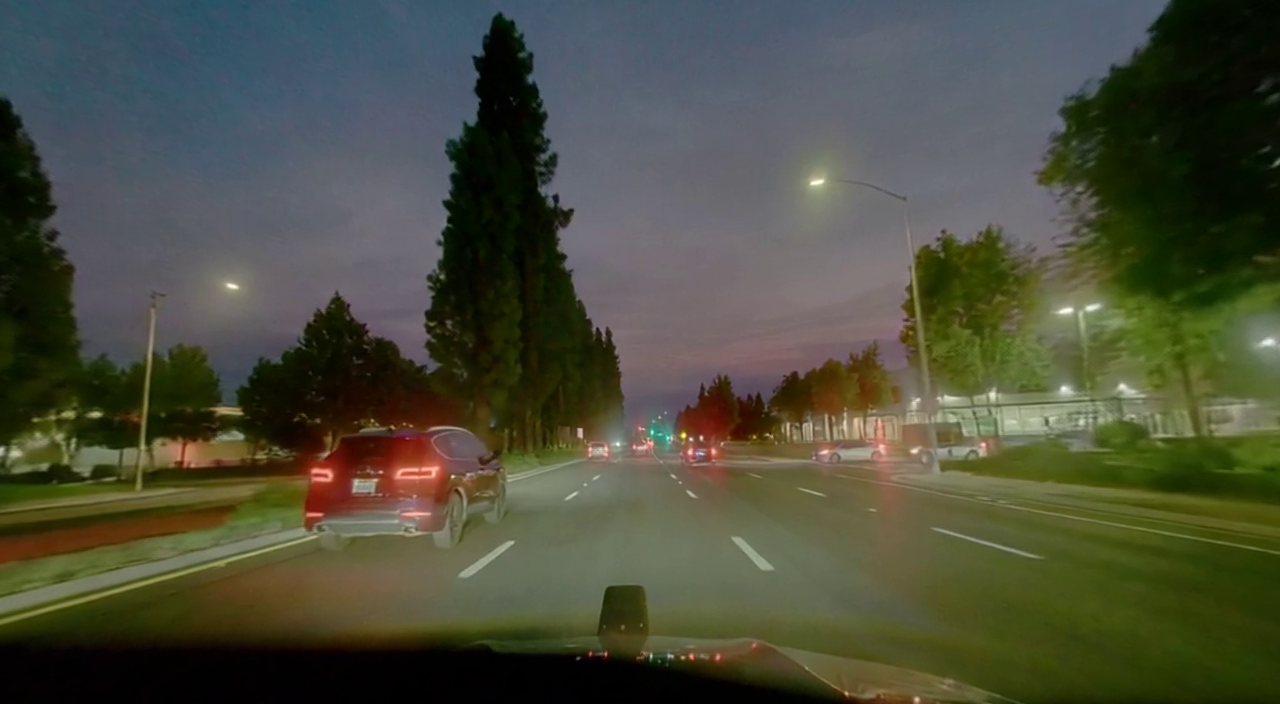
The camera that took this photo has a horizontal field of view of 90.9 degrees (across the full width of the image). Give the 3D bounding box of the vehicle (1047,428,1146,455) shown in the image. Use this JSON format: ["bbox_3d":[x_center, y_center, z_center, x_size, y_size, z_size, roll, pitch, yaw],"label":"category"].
[{"bbox_3d":[29.023,5.718,40.191,4.759,1.666,1.941,0,-8,0],"label":"vehicle"}]

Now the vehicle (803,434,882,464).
[{"bbox_3d":[12.949,6.254,40.525,4.515,1.599,1.968,-5,-9,10],"label":"vehicle"}]

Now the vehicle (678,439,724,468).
[{"bbox_3d":[3.374,5.718,35.678,2.087,1.506,4.276,0,-8,-1],"label":"vehicle"}]

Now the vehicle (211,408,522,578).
[{"bbox_3d":[-3.132,1.721,8.554,2.121,1.656,4.559,0,-8,1],"label":"vehicle"}]

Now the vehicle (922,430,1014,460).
[{"bbox_3d":[20.908,5.933,40.355,4.691,1.626,1.989,-3,-9,3],"label":"vehicle"}]
